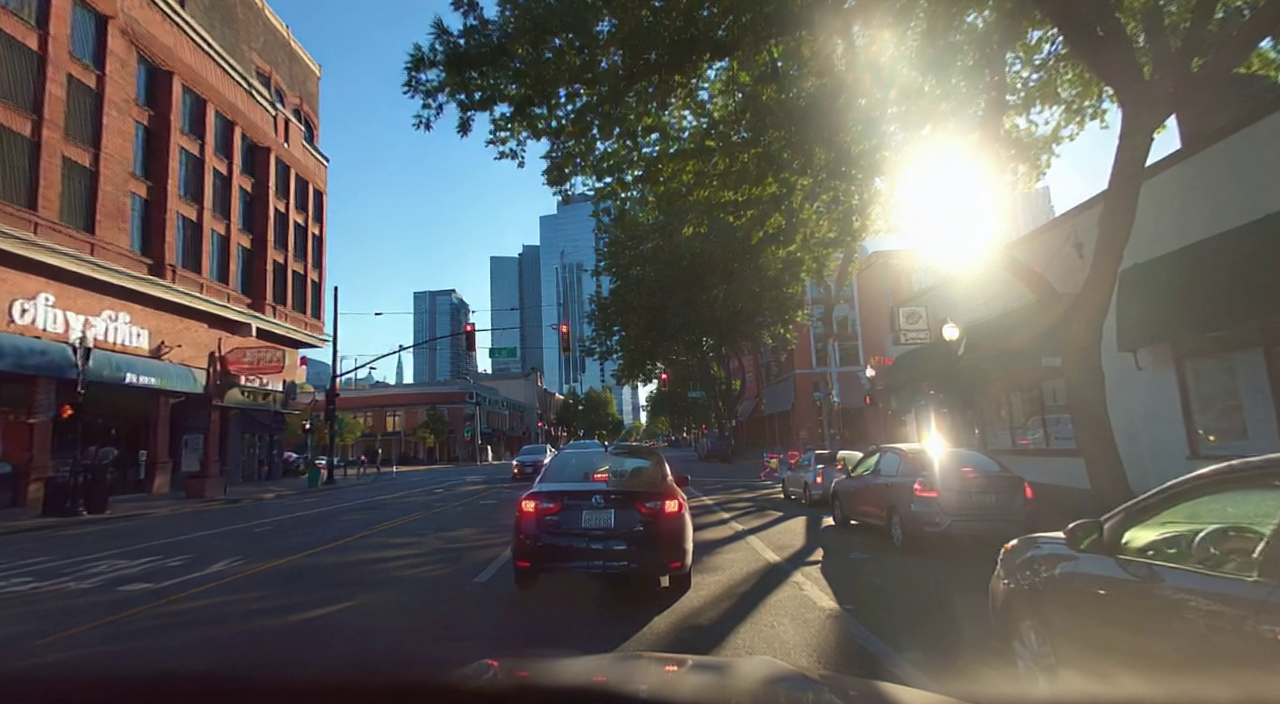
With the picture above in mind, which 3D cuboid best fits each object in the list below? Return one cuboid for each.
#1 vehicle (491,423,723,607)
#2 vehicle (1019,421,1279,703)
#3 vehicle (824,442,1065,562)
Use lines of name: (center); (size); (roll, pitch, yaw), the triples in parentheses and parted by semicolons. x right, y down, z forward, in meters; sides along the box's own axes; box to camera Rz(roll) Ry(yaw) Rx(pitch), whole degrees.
vehicle: (-0.285, 1.607, 7.076); (1.888, 1.489, 3.703); (0, -8, -1)
vehicle: (3.177, 0.827, 1.109); (2.006, 1.496, 4.767); (0, -9, -1)
vehicle: (4.564, 2.264, 10.421); (1.912, 1.505, 4.618); (-1, -8, 3)
